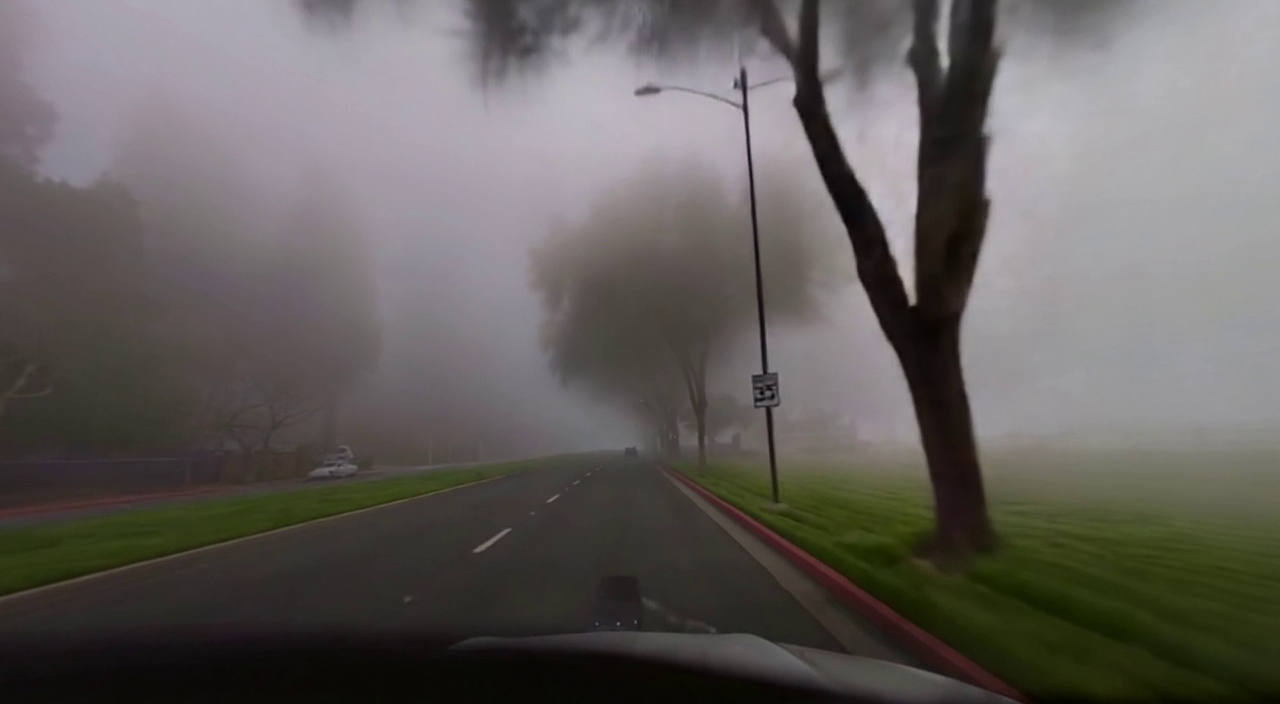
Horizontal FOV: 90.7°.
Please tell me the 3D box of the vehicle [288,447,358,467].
[{"bbox_3d":[-24.872,8.252,49.726,4.440,1.460,1.819,0,-8,0],"label":"vehicle"}]
